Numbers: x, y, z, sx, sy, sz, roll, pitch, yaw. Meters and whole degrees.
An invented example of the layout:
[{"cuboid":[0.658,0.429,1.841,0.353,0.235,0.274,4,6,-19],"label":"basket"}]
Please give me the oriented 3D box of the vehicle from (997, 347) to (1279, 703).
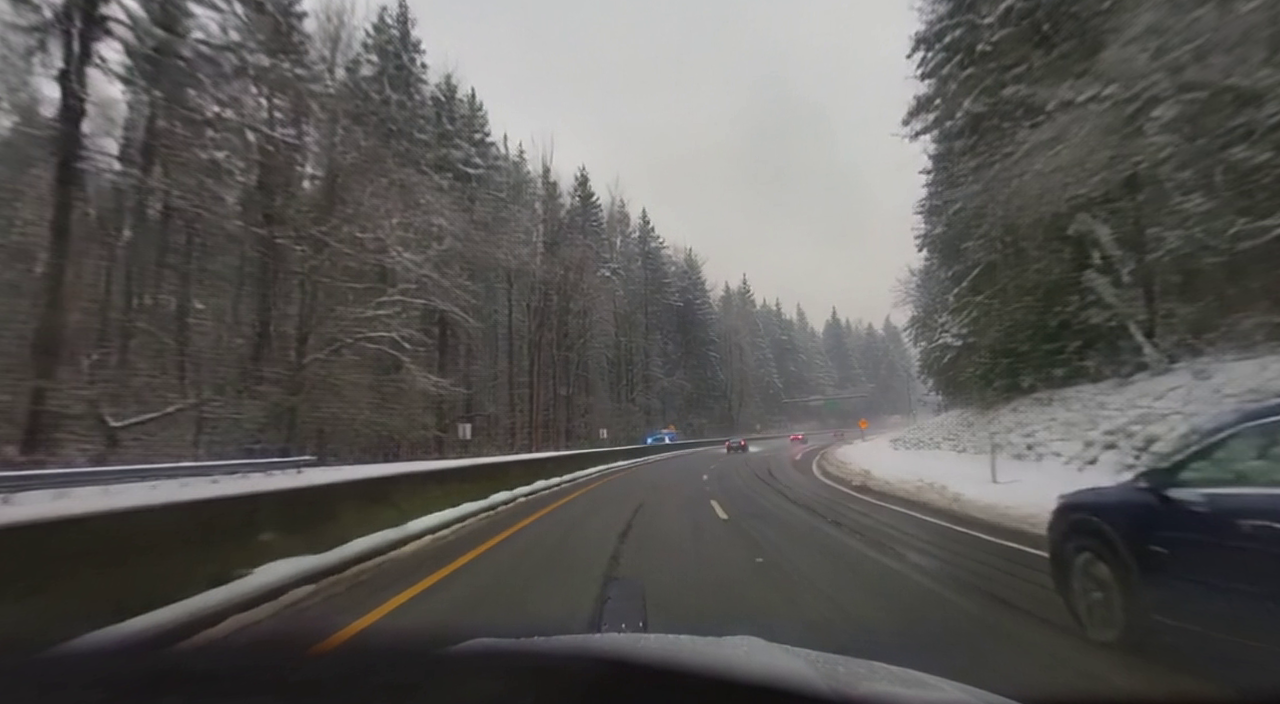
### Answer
[{"cuboid":[3.715,0.812,2.425,2.112,1.708,4.380,0,-8,0],"label":"vehicle"}]
